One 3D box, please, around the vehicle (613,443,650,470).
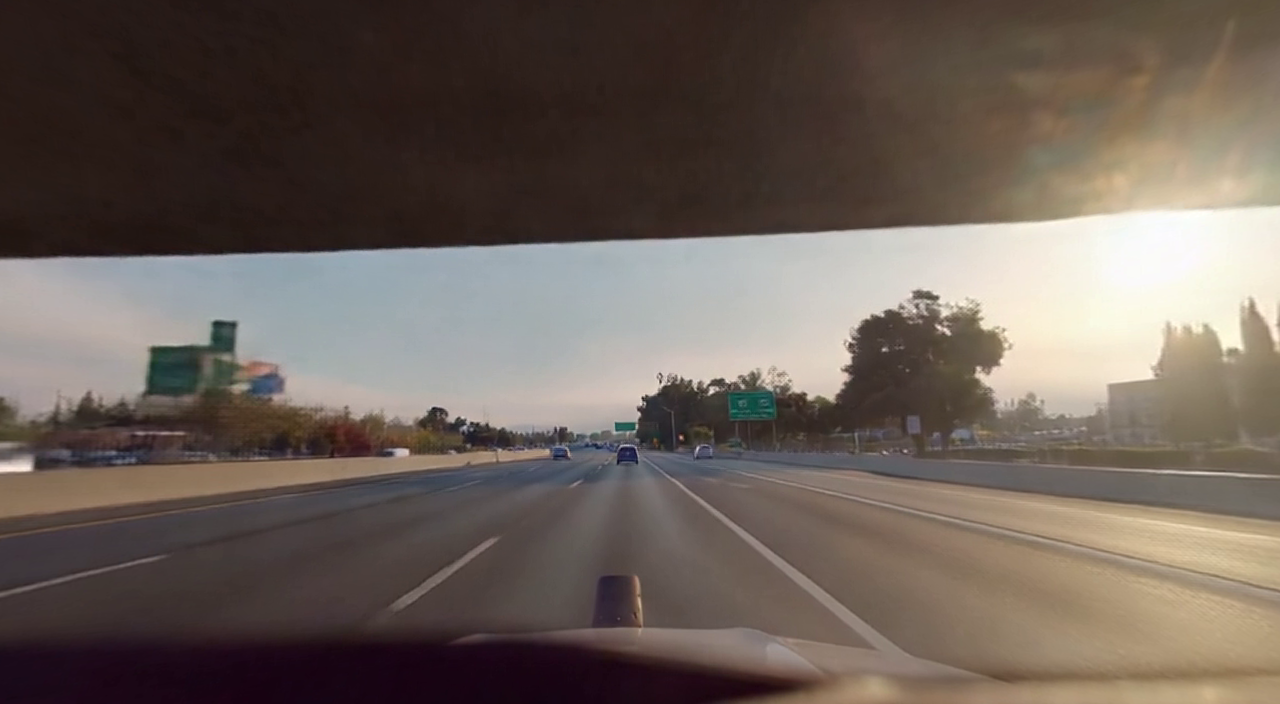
[{"bbox_3d":[-0.525,5.916,35.986,2.012,1.471,4.059,0,-8,-2],"label":"vehicle"}]
